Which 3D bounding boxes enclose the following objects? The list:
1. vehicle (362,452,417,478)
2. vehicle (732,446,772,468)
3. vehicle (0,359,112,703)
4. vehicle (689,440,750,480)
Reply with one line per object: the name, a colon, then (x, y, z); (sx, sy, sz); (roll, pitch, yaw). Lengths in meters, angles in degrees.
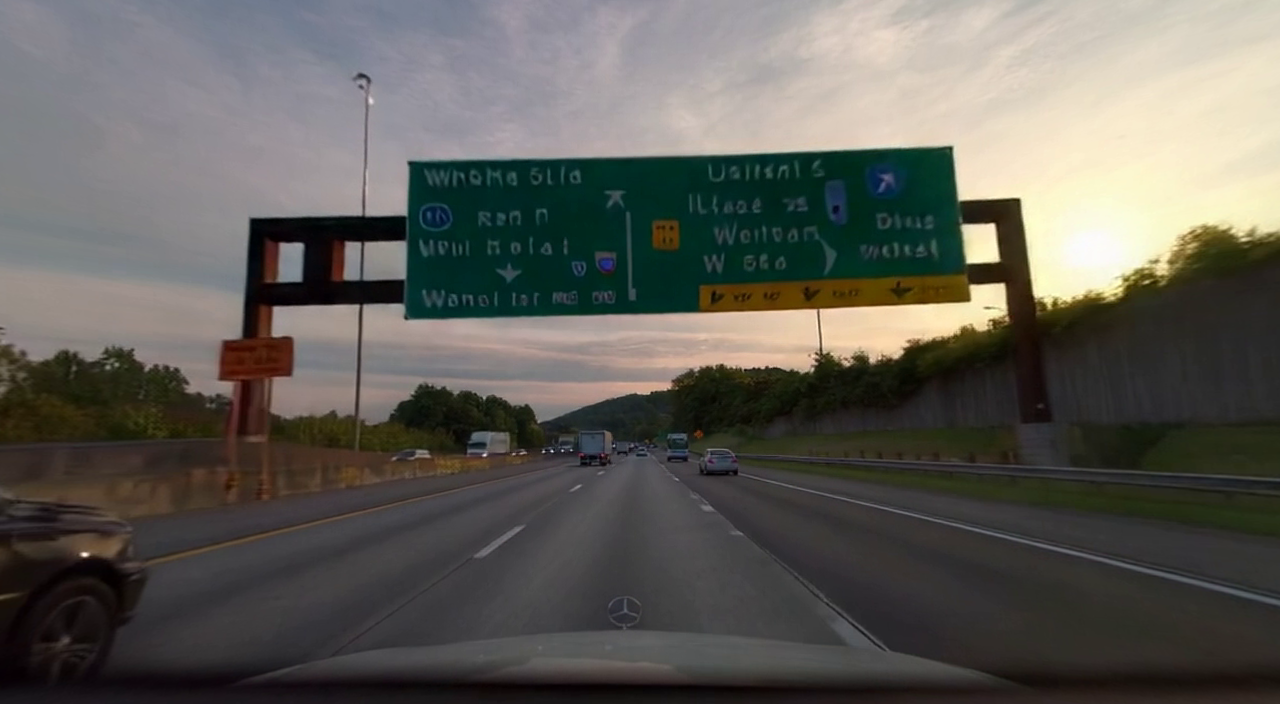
vehicle: (-15.079, 6.810, 38.109); (1.714, 1.476, 3.729); (0, -9, 1)
vehicle: (7.772, 7.314, 44.019); (1.876, 1.475, 4.185); (0, -9, -1)
vehicle: (-3.955, 0.633, 1.176); (2.093, 1.705, 4.392); (0, -9, 0)
vehicle: (3.276, 4.583, 26.845); (1.983, 1.545, 4.038); (0, -9, -2)
